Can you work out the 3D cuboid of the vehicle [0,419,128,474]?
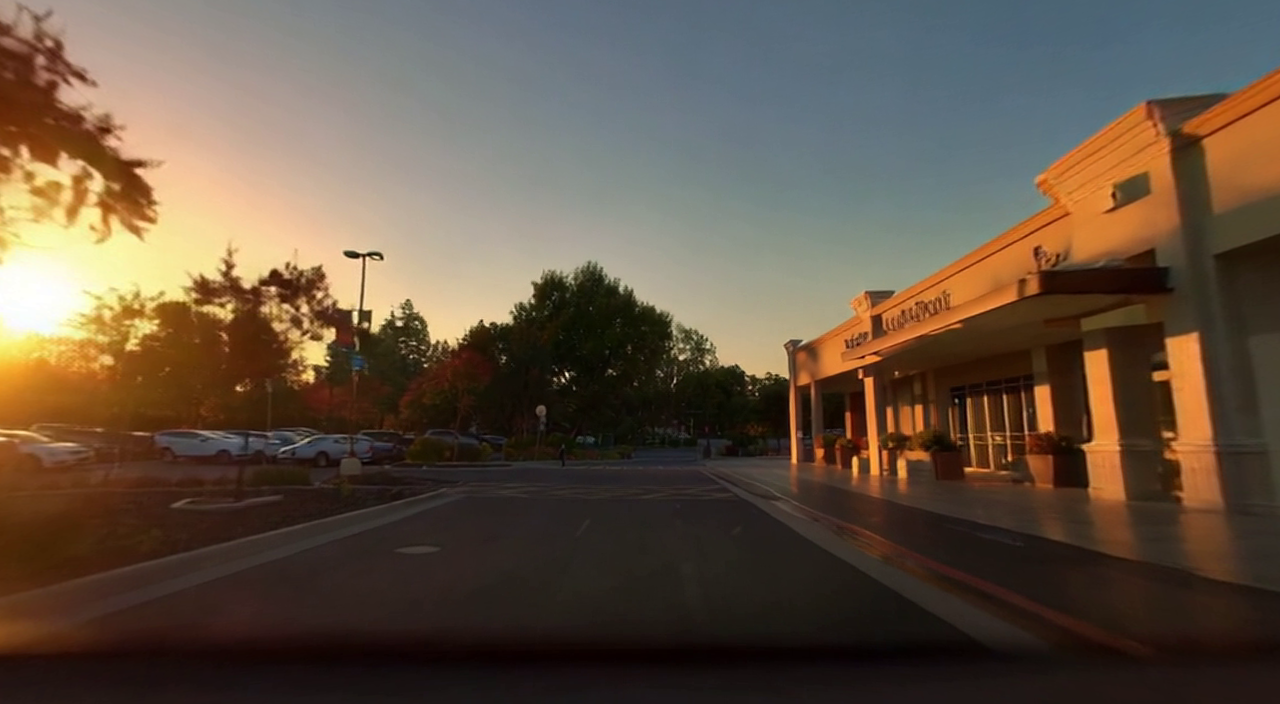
[{"bbox_3d":[-20.943,3.326,22.263,1.899,1.717,4.558,0,-8,1],"label":"vehicle"}]

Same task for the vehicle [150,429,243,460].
[{"bbox_3d":[-24.004,5.017,34.391,1.773,1.498,4.085,3,-8,6],"label":"vehicle"}]

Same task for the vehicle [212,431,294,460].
[{"bbox_3d":[-21.026,5.126,34.520,1.909,1.474,3.908,-1,-8,3],"label":"vehicle"}]

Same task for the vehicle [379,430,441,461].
[{"bbox_3d":[-12.637,5.153,35.003,1.892,1.597,4.259,0,-8,-1],"label":"vehicle"}]

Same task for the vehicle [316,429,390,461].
[{"bbox_3d":[-15.617,5.080,34.634,1.928,1.613,4.197,-1,-8,3],"label":"vehicle"}]

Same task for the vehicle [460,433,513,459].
[{"bbox_3d":[-9.867,6.105,41.043,1.891,1.464,4.646,3,-8,5],"label":"vehicle"}]

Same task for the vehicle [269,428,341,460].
[{"bbox_3d":[-18.428,5.088,34.982,1.902,1.645,3.903,0,-8,-2],"label":"vehicle"}]
